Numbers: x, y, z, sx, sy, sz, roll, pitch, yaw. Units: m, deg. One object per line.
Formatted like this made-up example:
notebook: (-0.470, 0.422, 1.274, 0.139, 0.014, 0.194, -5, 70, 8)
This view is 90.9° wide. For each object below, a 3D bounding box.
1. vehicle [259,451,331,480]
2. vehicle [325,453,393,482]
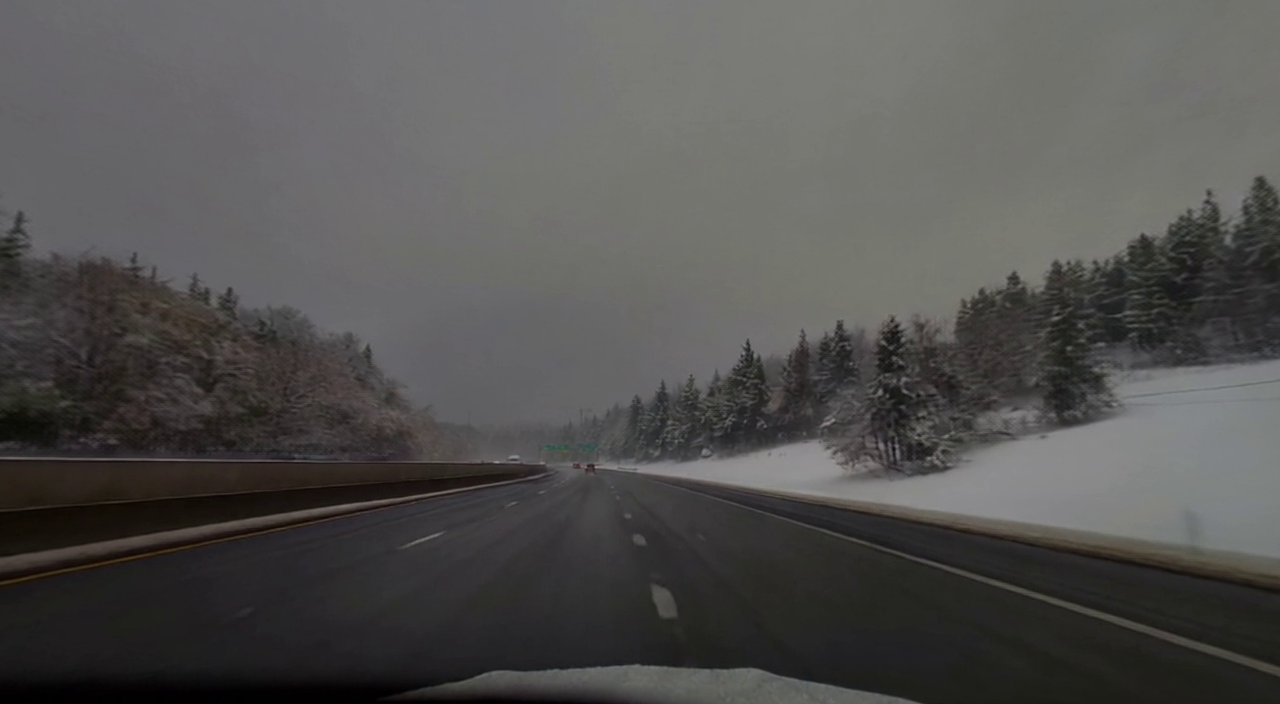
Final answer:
vehicle: (-19.164, 6.344, 35.246, 1.819, 1.482, 4.228, 1, -10, -3)
vehicle: (-15.588, 6.455, 35.199, 1.965, 1.498, 4.378, 1, -10, -3)
